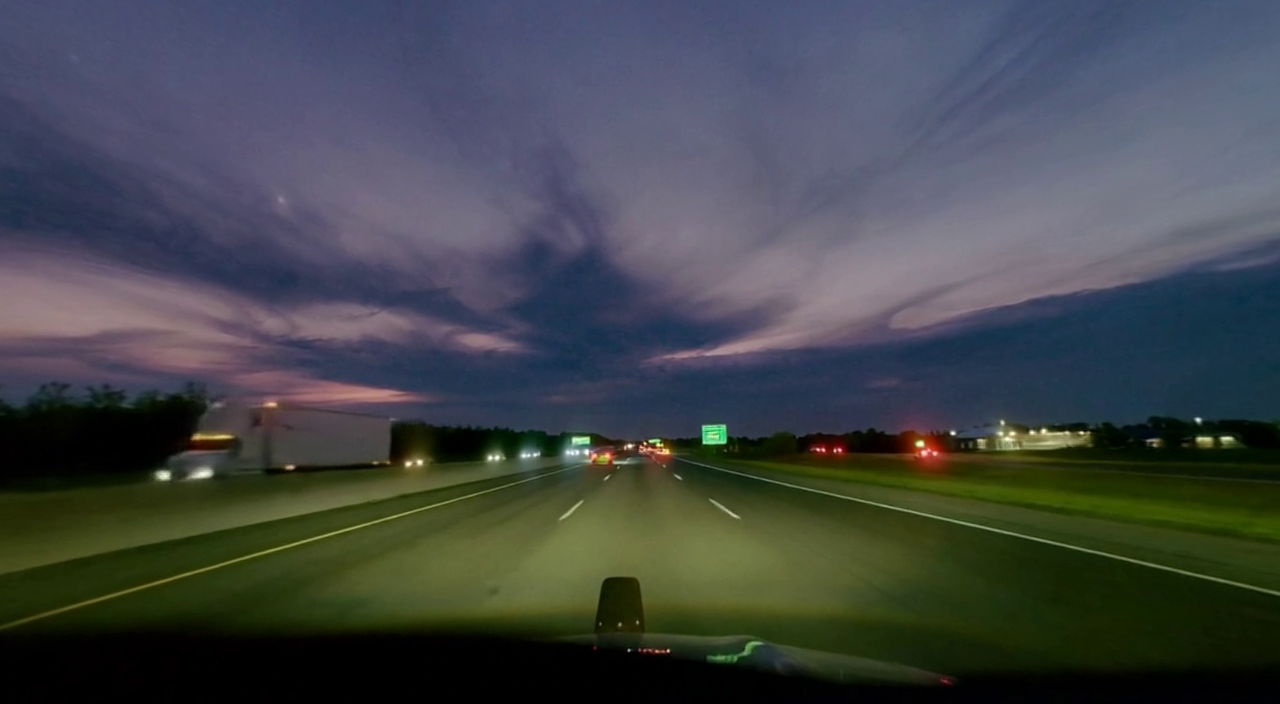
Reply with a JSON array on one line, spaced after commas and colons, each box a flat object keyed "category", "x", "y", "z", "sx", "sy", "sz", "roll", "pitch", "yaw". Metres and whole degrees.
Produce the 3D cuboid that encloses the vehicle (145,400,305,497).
[{"category": "vehicle", "x": -18.759, "y": 4.448, "z": 29.155, "sx": 2.964, "sy": 3.943, "sz": 6.327, "roll": 0, "pitch": -9, "yaw": -1}]
